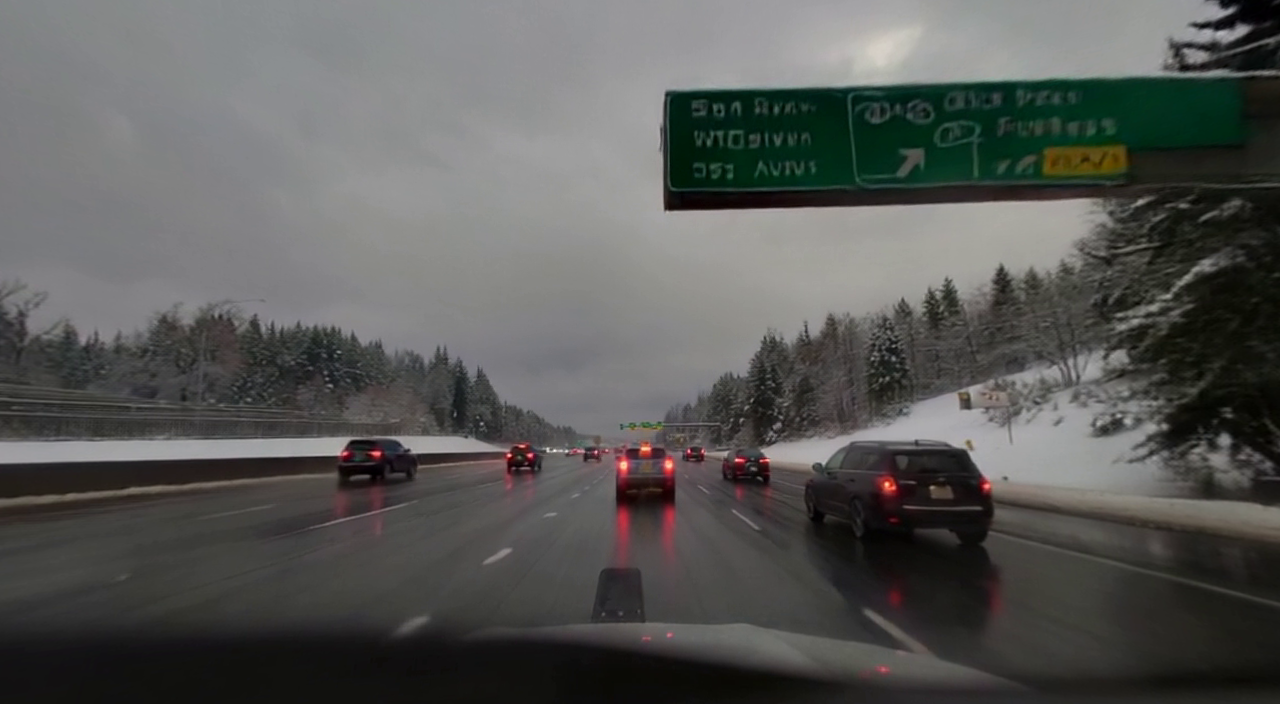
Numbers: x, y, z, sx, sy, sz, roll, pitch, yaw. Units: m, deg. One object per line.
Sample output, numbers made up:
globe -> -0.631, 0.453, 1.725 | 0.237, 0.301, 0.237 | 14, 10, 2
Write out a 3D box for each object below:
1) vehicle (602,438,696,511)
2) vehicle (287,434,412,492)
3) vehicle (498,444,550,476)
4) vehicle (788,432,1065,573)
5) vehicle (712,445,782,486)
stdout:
vehicle -> 0.192, 2.971, 15.715 | 2.044, 1.554, 3.824 | 0, -9, 0
vehicle -> -10.016, 3.857, 22.262 | 1.978, 1.821, 4.975 | 0, -9, 1
vehicle -> -6.214, 5.821, 34.219 | 2.014, 1.587, 4.265 | 0, -9, 0
vehicle -> 3.611, 1.953, 8.922 | 2.044, 1.523, 3.947 | 0, -9, 0
vehicle -> 4.223, 4.562, 25.699 | 2.002, 1.499, 4.710 | 0, -9, -1
